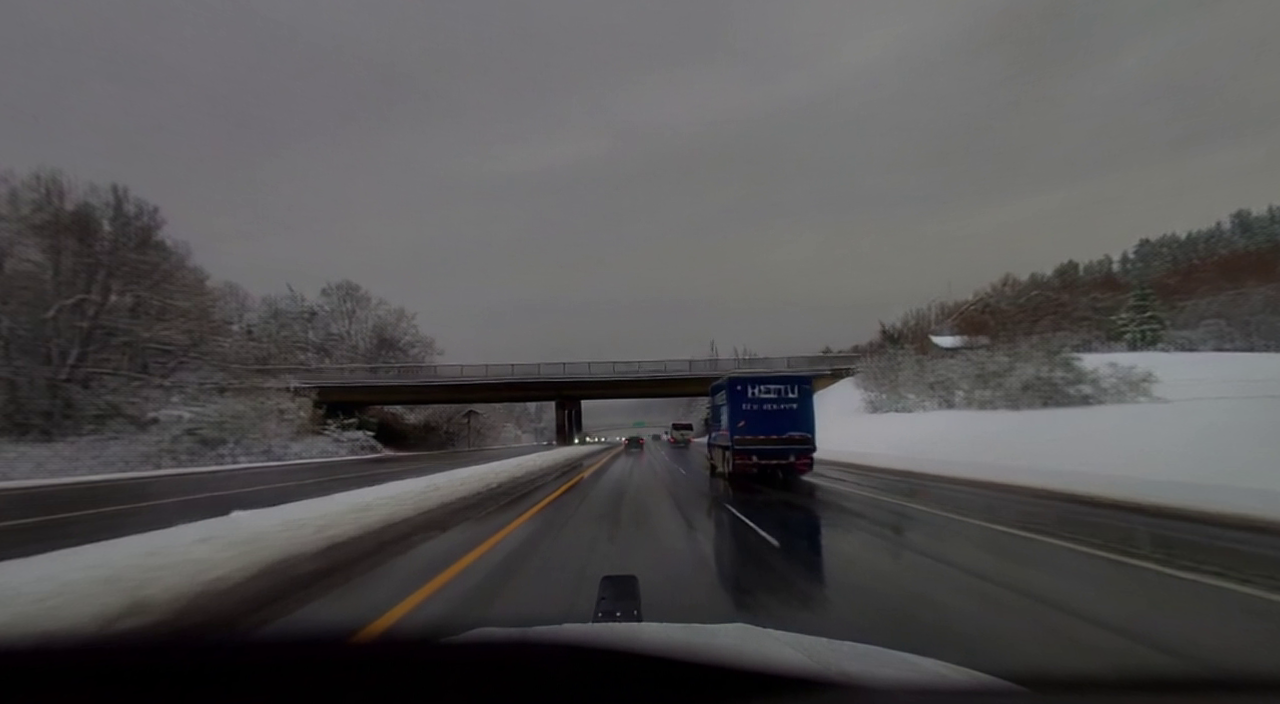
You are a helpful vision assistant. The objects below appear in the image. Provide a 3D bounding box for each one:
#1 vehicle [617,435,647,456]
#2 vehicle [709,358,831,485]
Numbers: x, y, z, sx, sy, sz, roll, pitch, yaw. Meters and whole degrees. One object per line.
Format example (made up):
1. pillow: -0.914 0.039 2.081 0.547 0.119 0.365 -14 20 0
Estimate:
1. vehicle: -0.555 6.457 43.703 1.996 1.325 4.029 0 -7 0
2. vehicle: 3.748 2.080 18.878 2.913 3.491 2.811 0 -7 -1
